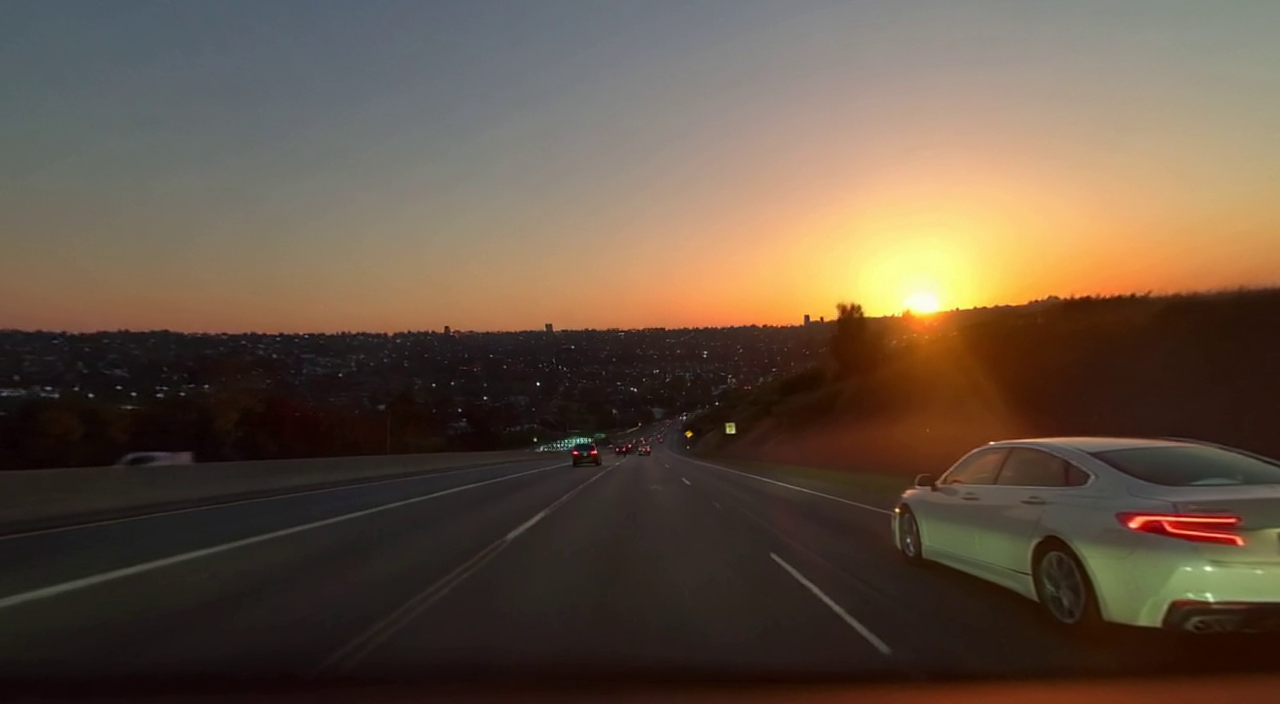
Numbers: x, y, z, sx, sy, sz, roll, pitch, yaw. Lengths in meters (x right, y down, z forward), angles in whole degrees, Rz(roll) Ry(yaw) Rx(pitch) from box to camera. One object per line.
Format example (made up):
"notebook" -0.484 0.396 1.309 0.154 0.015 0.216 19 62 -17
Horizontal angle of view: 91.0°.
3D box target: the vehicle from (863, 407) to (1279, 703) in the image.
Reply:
"vehicle" 3.889 1.423 5.613 2.047 1.532 4.884 0 -9 0

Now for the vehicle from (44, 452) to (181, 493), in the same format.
"vehicle" -22.007 5.015 26.554 1.803 1.508 4.392 0 -9 3

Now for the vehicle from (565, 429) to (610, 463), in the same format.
"vehicle" -3.627 6.683 44.658 2.496 2.203 6.317 0 -9 1
